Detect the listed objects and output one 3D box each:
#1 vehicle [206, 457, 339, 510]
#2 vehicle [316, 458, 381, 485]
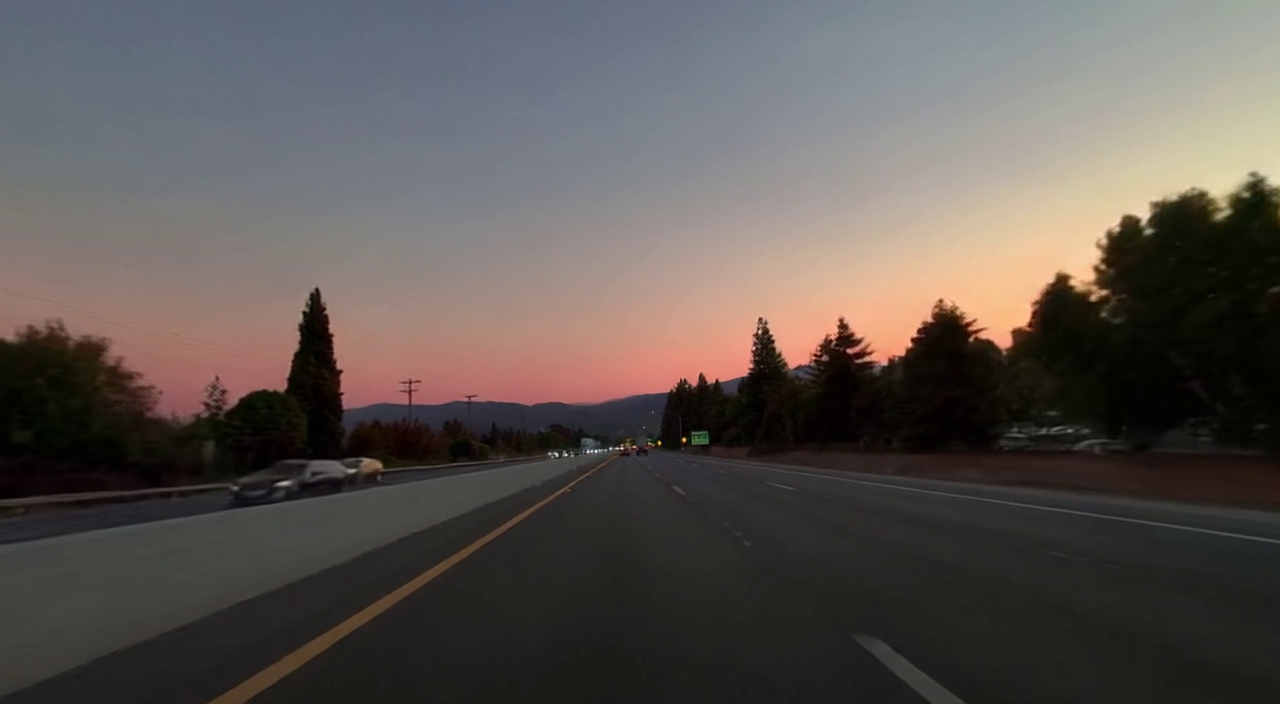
[{"bbox_3d":[-12.448,4.441,21.813,1.867,1.534,4.679,0,-9,-1],"label":"vehicle"},{"bbox_3d":[-17.845,7.327,38.841,1.894,1.475,4.484,0,-9,-1],"label":"vehicle"}]
